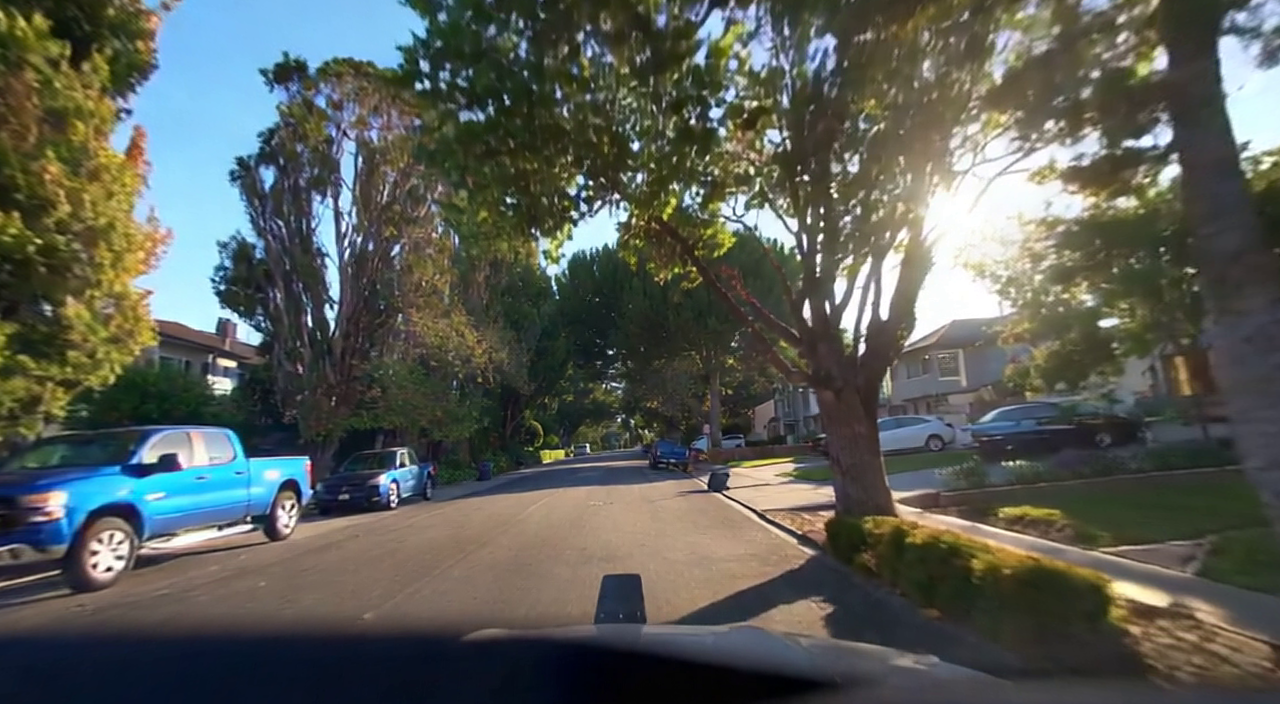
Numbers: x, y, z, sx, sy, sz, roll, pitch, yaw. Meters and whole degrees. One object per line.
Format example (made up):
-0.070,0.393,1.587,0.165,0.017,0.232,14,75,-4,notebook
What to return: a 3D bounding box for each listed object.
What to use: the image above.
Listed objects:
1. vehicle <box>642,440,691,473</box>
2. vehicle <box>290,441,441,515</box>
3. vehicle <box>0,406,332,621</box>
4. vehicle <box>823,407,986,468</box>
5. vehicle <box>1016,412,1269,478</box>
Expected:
1.219,5.110,31.098,2.006,1.494,4.211,1,-9,-3,vehicle
-6.852,3.155,16.364,1.995,1.608,4.596,0,-9,-2,vehicle
-6.788,1.886,8.567,2.329,1.947,5.455,0,-9,1,vehicle
9.936,3.278,23.973,5.097,1.824,2.113,-4,-8,-2,vehicle
11.826,2.220,15.067,4.390,1.457,1.861,0,-9,1,vehicle
